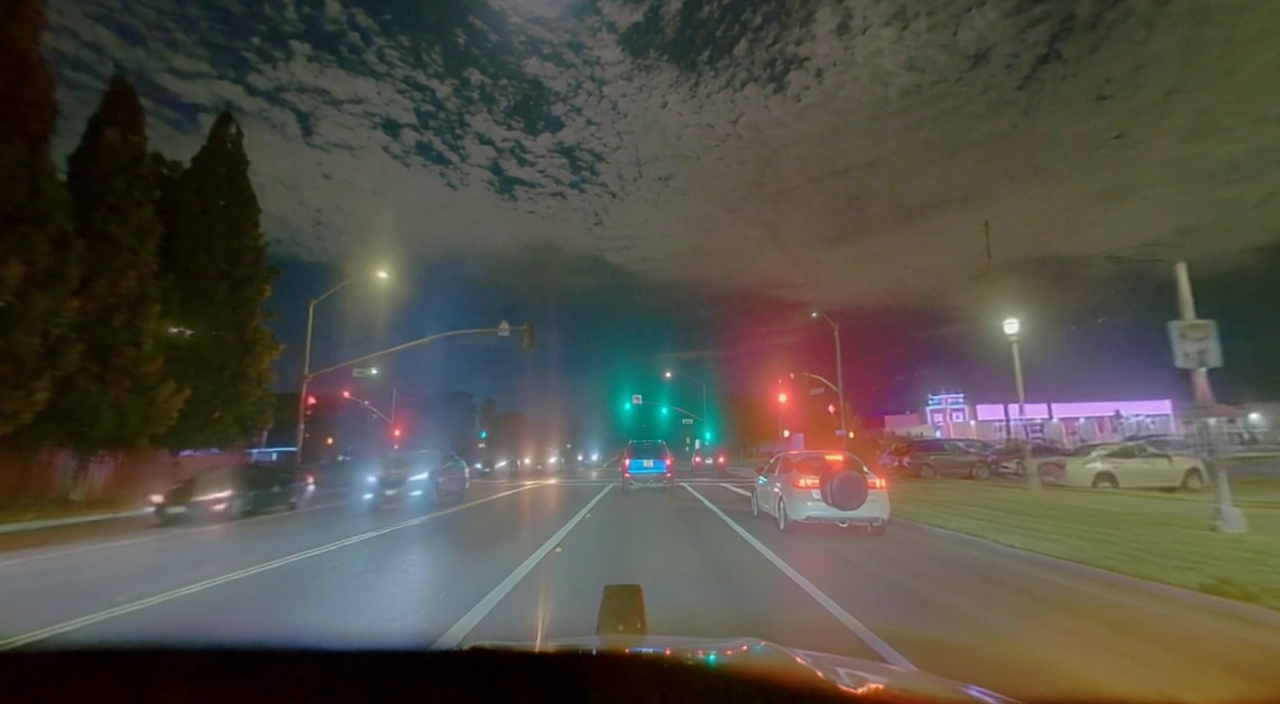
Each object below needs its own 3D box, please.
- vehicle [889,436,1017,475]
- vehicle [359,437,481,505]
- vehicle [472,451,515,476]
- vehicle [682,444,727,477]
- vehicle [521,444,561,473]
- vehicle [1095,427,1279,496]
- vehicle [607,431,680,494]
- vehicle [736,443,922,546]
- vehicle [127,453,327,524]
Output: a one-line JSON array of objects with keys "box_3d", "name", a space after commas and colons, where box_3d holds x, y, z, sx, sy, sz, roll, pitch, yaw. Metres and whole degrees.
[{"box_3d": [13.669, 4.535, 27.593, 4.507, 1.610, 2.045, 0, -9, -1], "name": "vehicle"}, {"box_3d": [-6.451, 3.526, 19.023, 2.092, 1.802, 4.270, 0, -9, 1], "name": "vehicle"}, {"box_3d": [-10.145, 7.700, 43.664, 1.943, 1.552, 4.670, 0, -9, -1], "name": "vehicle"}, {"box_3d": [3.614, 6.151, 35.938, 2.138, 1.729, 4.178, 0, -9, -1], "name": "vehicle"}, {"box_3d": [-6.653, 7.227, 42.695, 1.957, 1.836, 4.434, 0, -9, 1], "name": "vehicle"}, {"box_3d": [13.661, 2.520, 14.592, 4.772, 1.447, 1.747, 0, -8, 1], "name": "vehicle"}, {"box_3d": [0.105, 3.789, 21.848, 2.296, 1.947, 4.168, 0, -9, 0], "name": "vehicle"}, {"box_3d": [3.123, 2.425, 11.483, 1.900, 1.478, 4.425, 0, -9, -2], "name": "vehicle"}, {"box_3d": [-10.010, 3.298, 15.770, 1.962, 1.458, 4.505, 0, -9, 0], "name": "vehicle"}]
